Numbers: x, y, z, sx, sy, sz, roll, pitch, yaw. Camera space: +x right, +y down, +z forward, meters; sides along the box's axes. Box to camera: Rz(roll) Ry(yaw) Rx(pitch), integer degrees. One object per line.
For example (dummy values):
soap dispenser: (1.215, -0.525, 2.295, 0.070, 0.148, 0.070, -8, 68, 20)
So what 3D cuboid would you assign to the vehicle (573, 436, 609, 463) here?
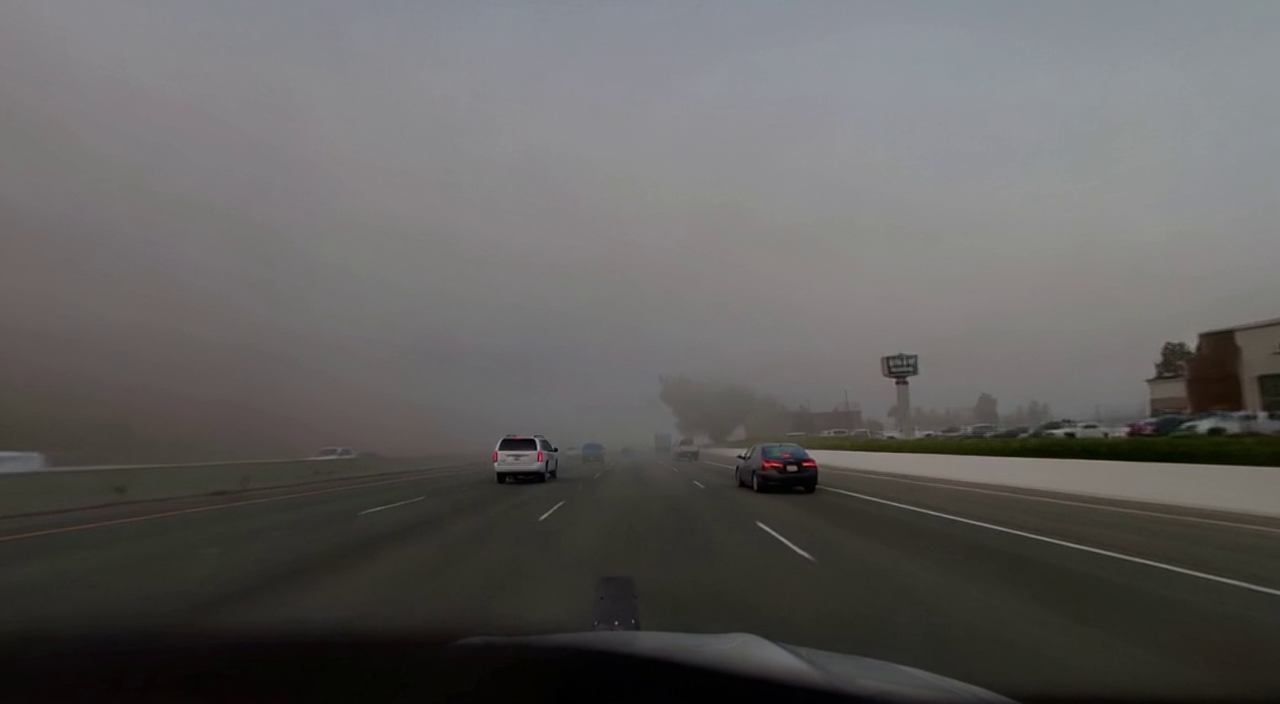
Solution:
vehicle: (-3.797, 7.726, 49.966, 2.410, 1.981, 5.355, 0, -8, 0)

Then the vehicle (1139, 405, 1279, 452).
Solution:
vehicle: (27.622, 3.763, 30.429, 2.031, 1.963, 6.154, -2, -9, -1)

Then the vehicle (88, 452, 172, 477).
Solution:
vehicle: (-31.127, 6.849, 38.712, 1.729, 1.438, 4.151, 0, -8, -1)

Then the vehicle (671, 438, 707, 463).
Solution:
vehicle: (3.667, 7.453, 47.849, 2.198, 1.807, 4.530, 0, -8, -2)

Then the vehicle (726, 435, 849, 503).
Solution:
vehicle: (3.641, 2.982, 16.564, 1.957, 1.510, 4.643, 0, -8, -2)

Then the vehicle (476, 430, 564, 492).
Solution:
vehicle: (-3.776, 3.527, 20.765, 1.987, 1.765, 4.508, 0, -8, 0)

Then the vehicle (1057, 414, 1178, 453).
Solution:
vehicle: (27.764, 4.876, 37.130, 2.054, 2.041, 6.354, -1, -9, -1)

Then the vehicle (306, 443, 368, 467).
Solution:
vehicle: (-21.345, 7.268, 44.689, 2.041, 1.617, 4.749, 0, -8, 0)

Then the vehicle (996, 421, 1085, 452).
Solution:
vehicle: (27.650, 5.948, 43.920, 2.212, 1.977, 5.953, -1, -9, -1)
